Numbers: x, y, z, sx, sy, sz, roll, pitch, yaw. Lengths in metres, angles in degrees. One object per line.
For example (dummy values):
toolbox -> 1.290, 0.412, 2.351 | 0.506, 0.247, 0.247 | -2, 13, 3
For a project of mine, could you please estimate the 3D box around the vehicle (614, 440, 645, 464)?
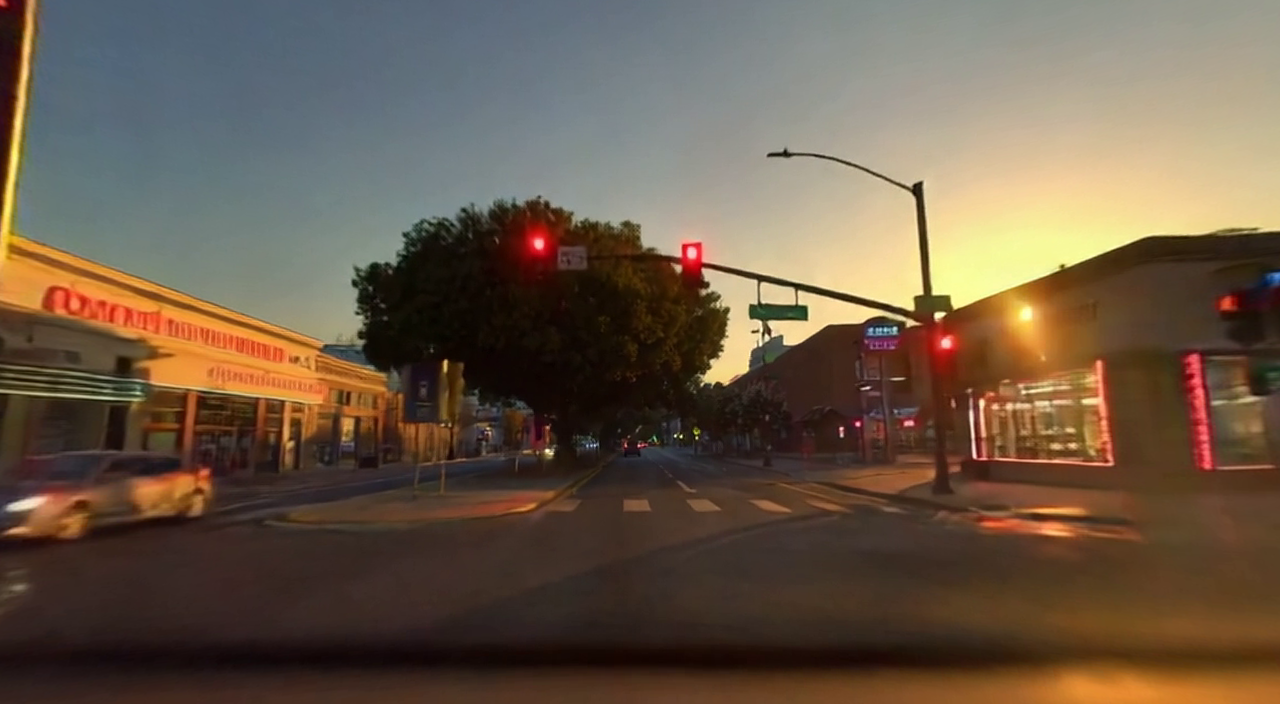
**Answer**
vehicle -> -0.737, 6.737, 42.559 | 2.045, 1.510, 3.690 | 0, -8, -2

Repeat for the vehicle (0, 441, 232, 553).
vehicle -> -8.998, 2.210, 10.402 | 1.777, 1.438, 4.190 | 0, -8, 0
